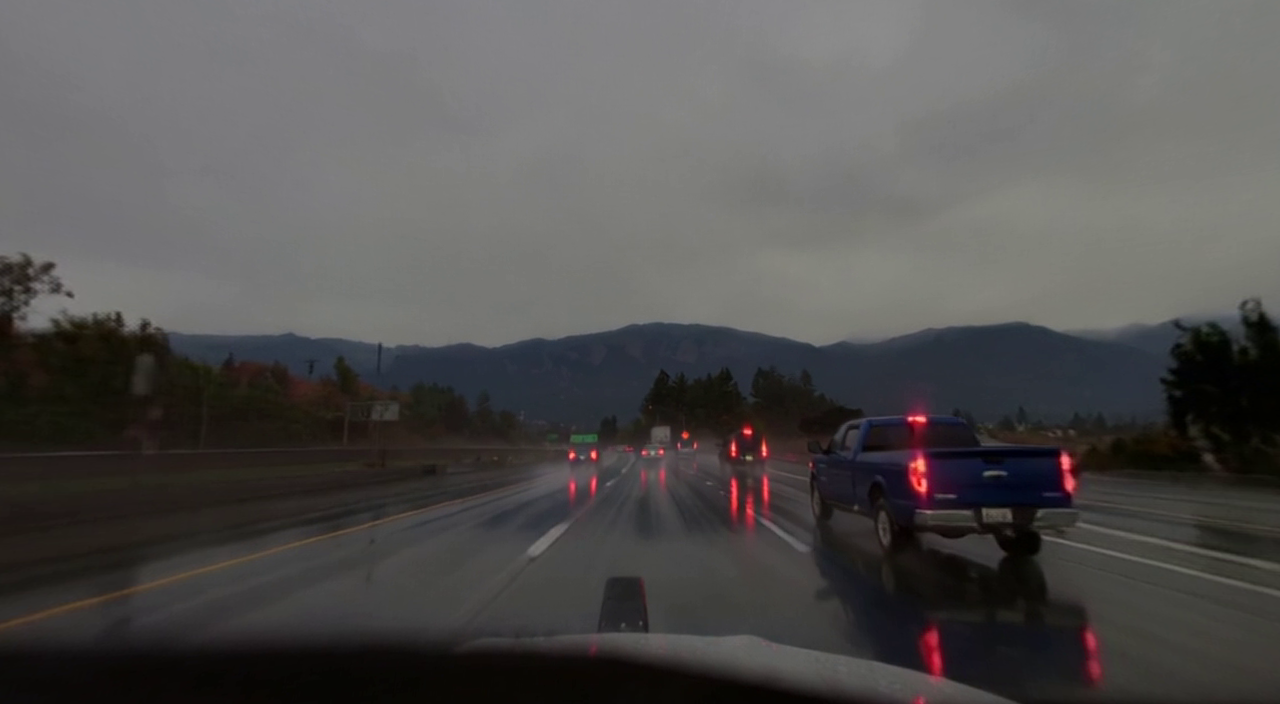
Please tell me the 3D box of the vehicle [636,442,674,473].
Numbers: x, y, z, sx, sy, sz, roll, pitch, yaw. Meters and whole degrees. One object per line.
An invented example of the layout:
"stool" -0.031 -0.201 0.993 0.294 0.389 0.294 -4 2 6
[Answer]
"vehicle" 0.768 5.715 34.402 1.959 1.604 4.065 0 -8 0

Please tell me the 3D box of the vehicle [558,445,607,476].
"vehicle" -3.031 5.840 34.188 2.109 1.530 4.646 0 -8 1

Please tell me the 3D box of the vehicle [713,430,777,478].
"vehicle" 4.679 4.612 28.753 2.057 1.958 4.495 0 -9 -1

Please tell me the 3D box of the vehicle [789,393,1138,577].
"vehicle" 3.895 1.742 9.112 2.229 1.837 5.387 0 -8 1
